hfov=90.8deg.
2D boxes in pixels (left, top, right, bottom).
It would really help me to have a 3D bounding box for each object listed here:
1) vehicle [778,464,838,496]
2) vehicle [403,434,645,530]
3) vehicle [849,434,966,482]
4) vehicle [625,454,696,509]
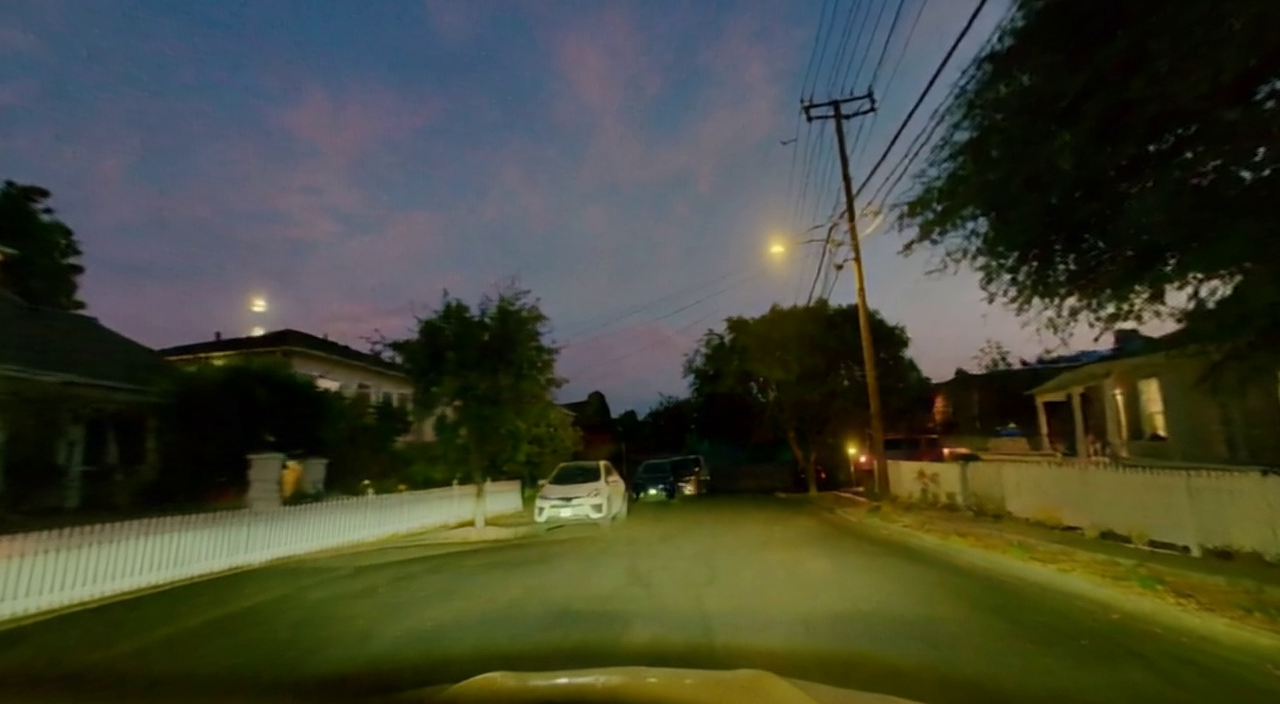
[{"bbox_3d":[9.317,7.129,34.986,3.005,1.535,4.025,-1,-13,16],"label":"vehicle"},{"bbox_3d":[-2.349,2.790,13.806,4.537,1.595,2.471,2,-11,9],"label":"vehicle"},{"bbox_3d":[11.463,4.544,27.327,4.249,1.905,1.904,-1,-6,7],"label":"vehicle"},{"bbox_3d":[0.818,4.391,21.976,2.081,1.589,4.691,-1,-8,6],"label":"vehicle"}]
